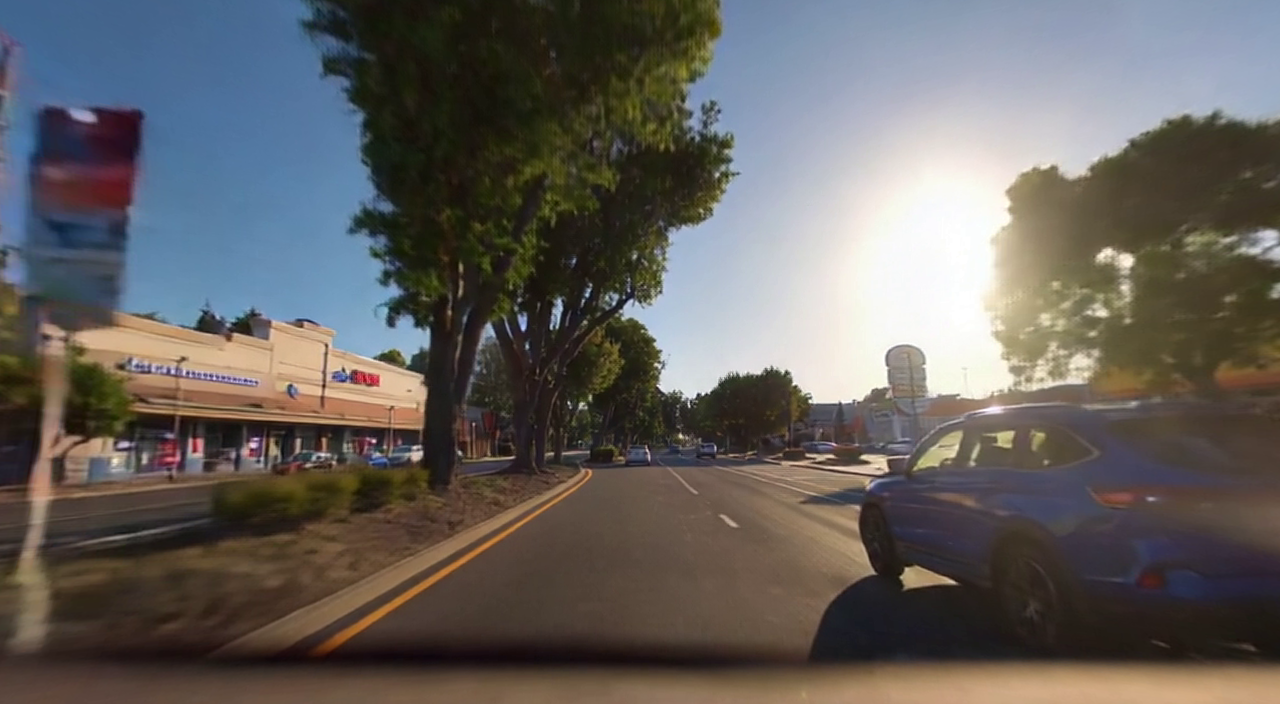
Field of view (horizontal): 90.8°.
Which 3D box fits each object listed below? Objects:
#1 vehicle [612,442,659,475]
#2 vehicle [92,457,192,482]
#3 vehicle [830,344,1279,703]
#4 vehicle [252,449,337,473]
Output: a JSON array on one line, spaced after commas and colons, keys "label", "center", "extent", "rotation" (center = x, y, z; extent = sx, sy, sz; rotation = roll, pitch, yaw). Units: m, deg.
[{"label": "vehicle", "center": [-0.233, 5.104, 30.579], "extent": [2.126, 1.475, 3.967], "rotation": [0, -8, -1]}, {"label": "vehicle", "center": [-32.510, 7.666, 41.432], "extent": [4.741, 1.442, 1.957], "rotation": [4, -10, -27]}, {"label": "vehicle", "center": [3.218, 1.132, 4.713], "extent": [2.110, 1.698, 4.397], "rotation": [0, -9, -2]}, {"label": "vehicle", "center": [-23.354, 7.361, 42.819], "extent": [4.625, 1.516, 2.007], "rotation": [0, -8, 2]}]
